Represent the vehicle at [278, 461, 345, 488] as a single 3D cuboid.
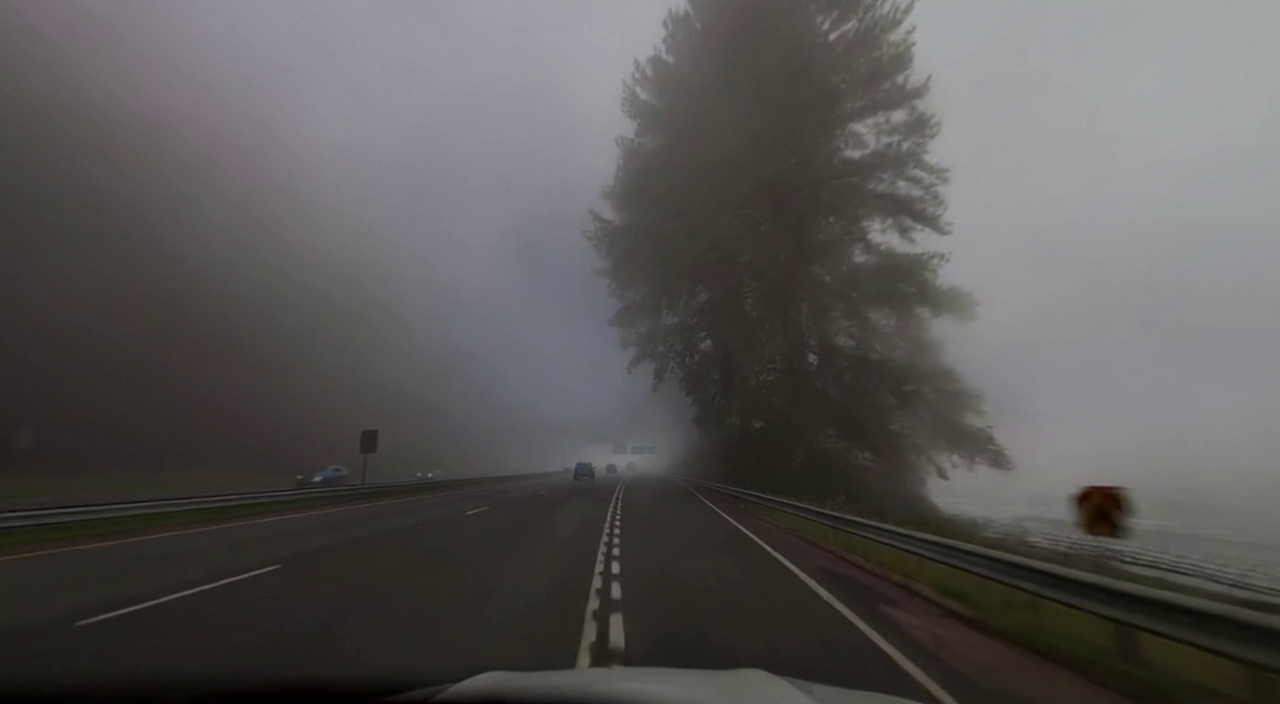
[{"bbox_3d":[-19.939,7.455,38.423,1.874,1.460,4.124,1,-10,-1],"label":"vehicle"}]
